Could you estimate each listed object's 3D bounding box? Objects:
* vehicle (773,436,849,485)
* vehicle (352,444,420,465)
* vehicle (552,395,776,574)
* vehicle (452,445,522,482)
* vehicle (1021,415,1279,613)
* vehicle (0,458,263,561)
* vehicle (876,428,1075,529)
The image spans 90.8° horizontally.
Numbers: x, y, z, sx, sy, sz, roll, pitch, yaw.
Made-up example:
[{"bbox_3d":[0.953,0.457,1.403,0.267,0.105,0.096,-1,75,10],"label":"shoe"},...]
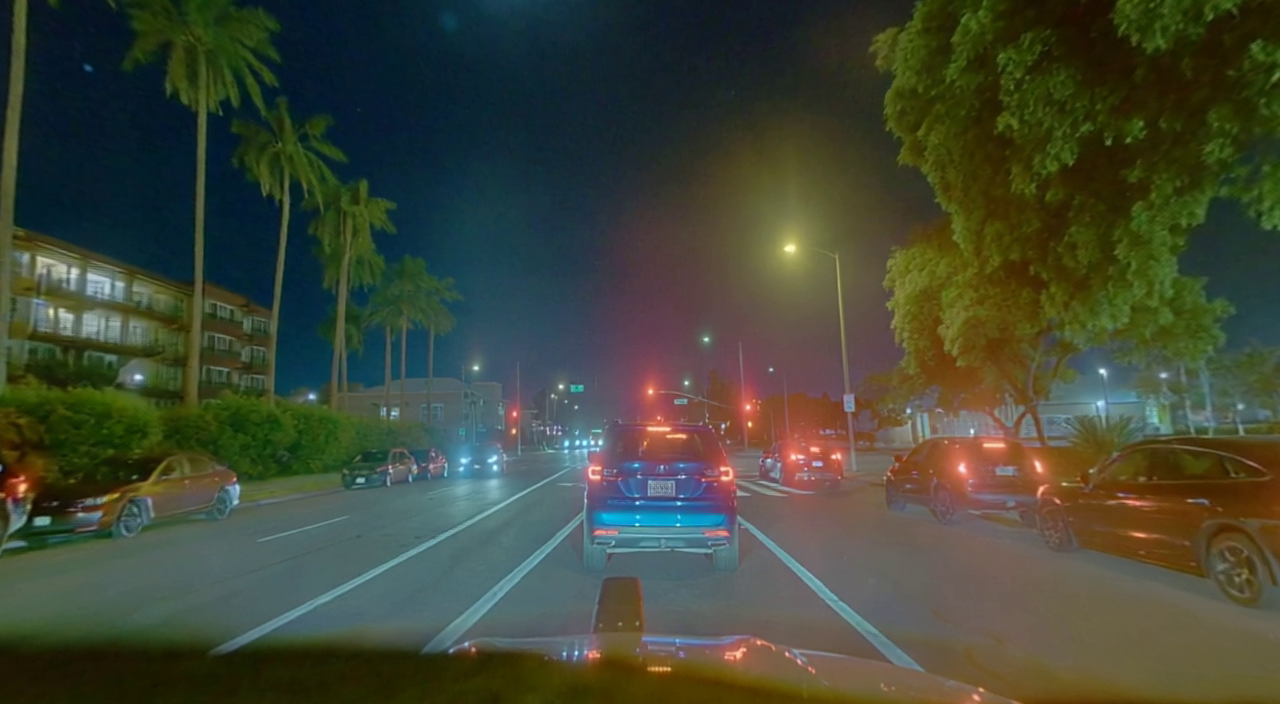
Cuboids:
[{"bbox_3d":[6.570,4.196,24.766,1.948,1.729,4.023,0,-8,2],"label":"vehicle"},{"bbox_3d":[-18.719,7.536,46.660,1.759,1.457,4.297,-7,-11,37],"label":"vehicle"},{"bbox_3d":[0.263,1.664,8.624,2.264,1.798,4.258,0,-8,1],"label":"vehicle"},{"bbox_3d":[-6.658,4.877,28.023,1.928,1.475,4.645,0,-8,0],"label":"vehicle"},{"bbox_3d":[6.441,1.602,6.923,1.935,1.672,4.139,0,-8,1],"label":"vehicle"},{"bbox_3d":[-9.576,2.813,11.956,2.054,1.467,4.595,-3,-9,0],"label":"vehicle"},{"bbox_3d":[6.668,2.532,13.244,1.930,1.736,4.329,-1,-8,3],"label":"vehicle"}]
